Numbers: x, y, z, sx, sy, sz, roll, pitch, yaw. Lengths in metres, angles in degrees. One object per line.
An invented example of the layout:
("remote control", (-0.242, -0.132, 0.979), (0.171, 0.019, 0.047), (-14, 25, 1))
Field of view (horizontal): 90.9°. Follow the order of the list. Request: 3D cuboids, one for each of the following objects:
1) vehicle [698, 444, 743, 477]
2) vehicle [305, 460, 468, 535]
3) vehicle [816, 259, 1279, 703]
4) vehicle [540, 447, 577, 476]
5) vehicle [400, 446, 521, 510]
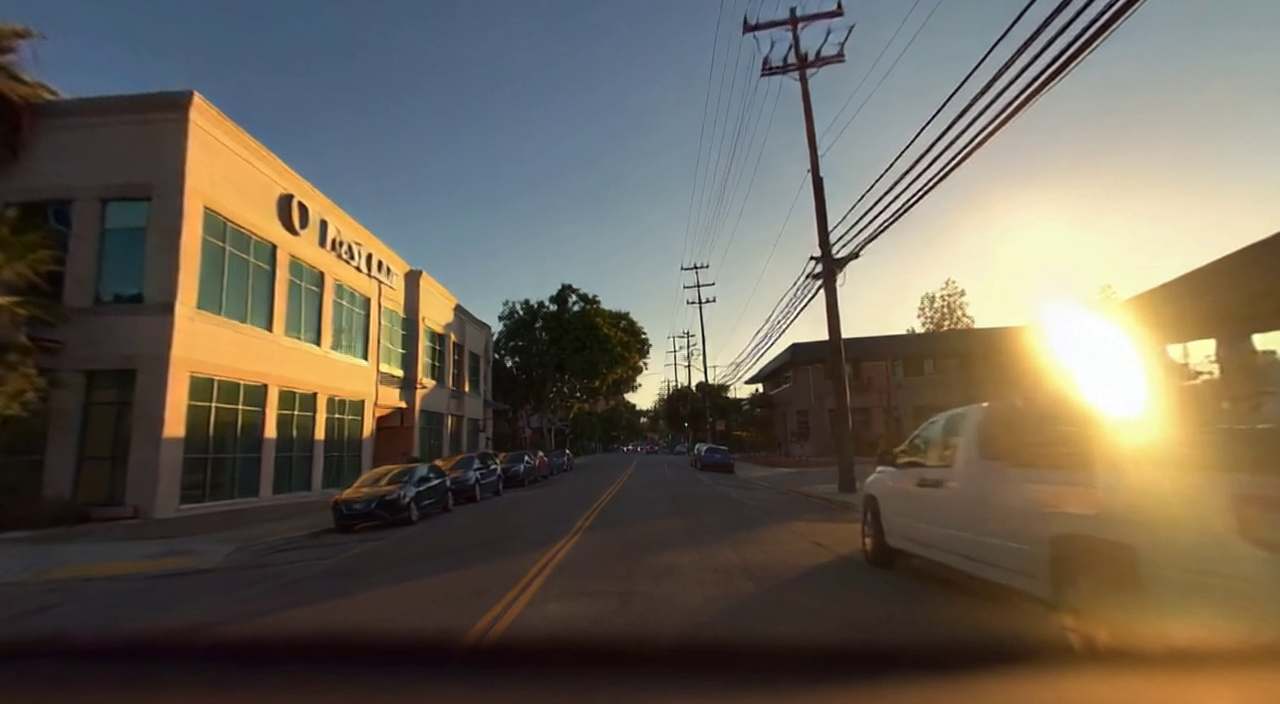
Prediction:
("vehicle", (4.184, 5.725, 33.542), (1.948, 1.607, 4.873), (0, -9, 2))
("vehicle", (-5.881, 3.413, 15.380), (1.982, 1.453, 4.577), (0, -9, 1))
("vehicle", (3.592, 1.166, 5.202), (2.485, 2.123, 6.029), (0, -9, 0))
("vehicle", (-5.527, 7.537, 43.536), (2.126, 1.864, 4.831), (0, -9, -3))
("vehicle", (-5.663, 4.032, 20.753), (2.286, 1.836, 5.088), (0, -9, 2))
